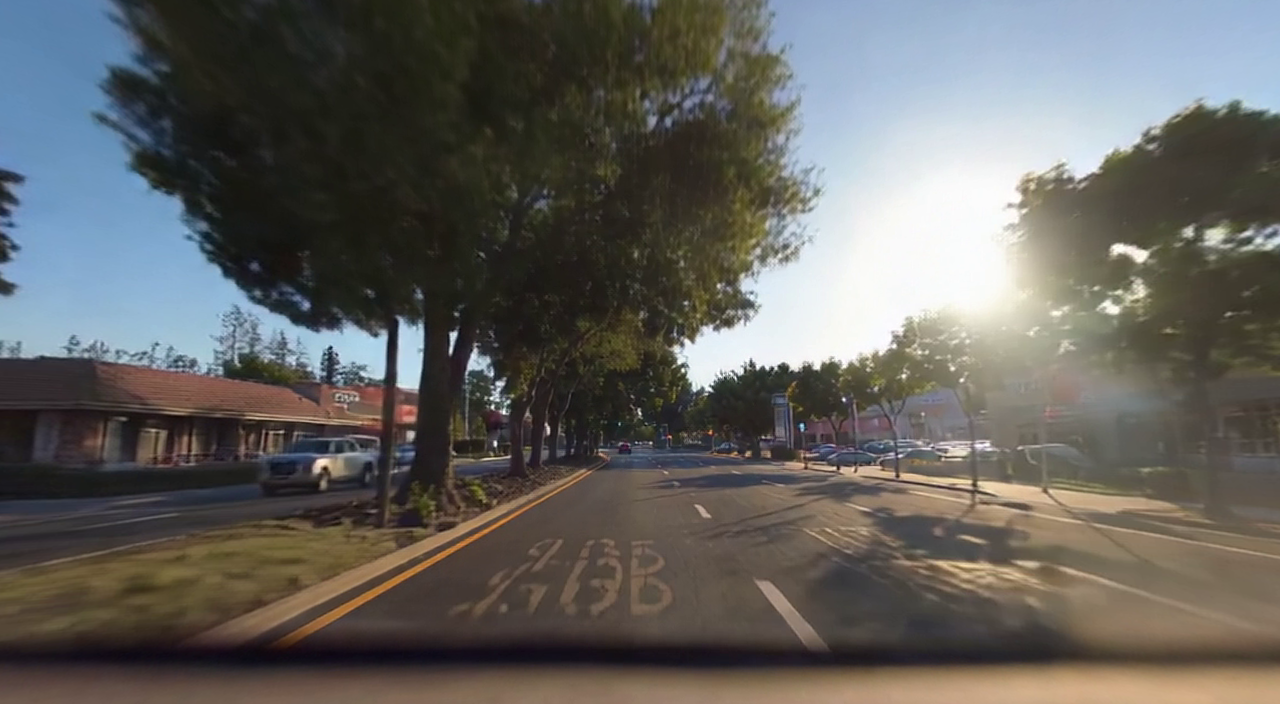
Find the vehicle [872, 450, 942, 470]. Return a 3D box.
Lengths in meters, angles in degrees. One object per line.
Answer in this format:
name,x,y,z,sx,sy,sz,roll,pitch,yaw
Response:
vehicle,20.468,8.309,48.606,4.500,1.456,1.962,0,-9,1
